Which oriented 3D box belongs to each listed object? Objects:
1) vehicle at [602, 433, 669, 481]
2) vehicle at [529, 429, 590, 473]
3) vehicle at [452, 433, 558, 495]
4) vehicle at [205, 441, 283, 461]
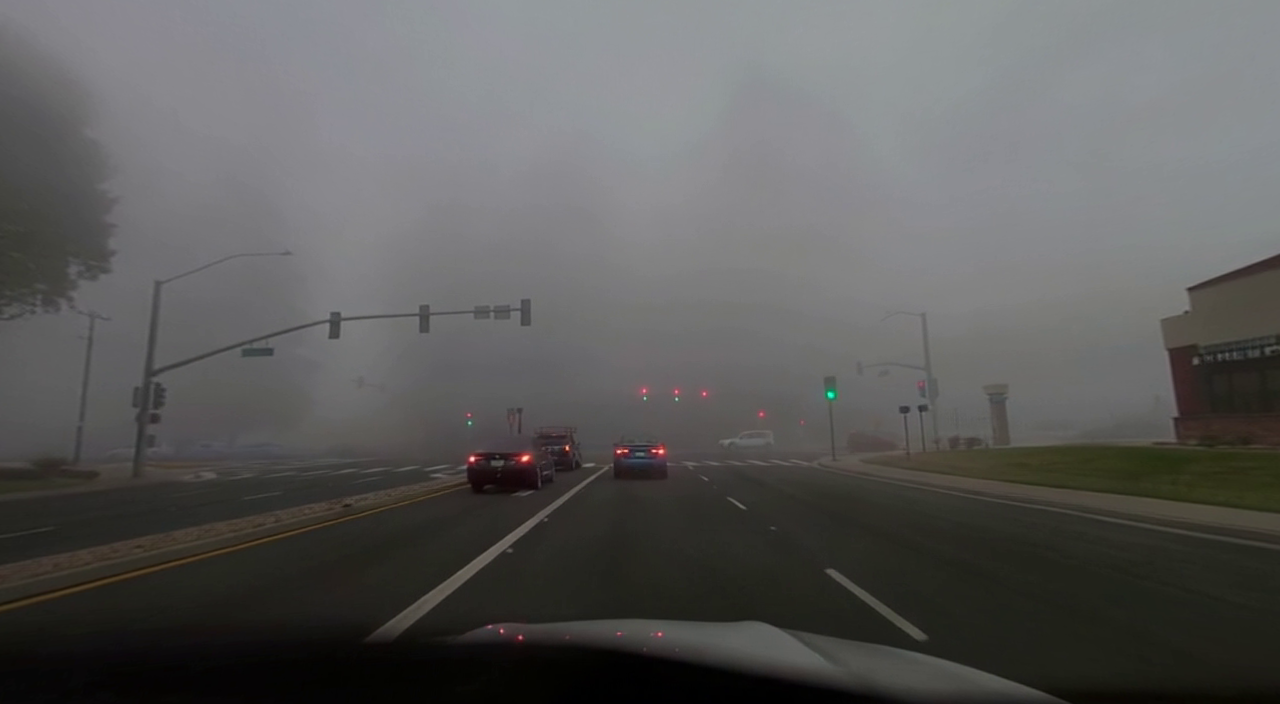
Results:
[{"bbox_3d":[-0.162,3.550,21.529,2.066,1.482,3.923,0,-8,-1],"label":"vehicle"},{"bbox_3d":[-3.439,4.357,27.884,2.029,1.752,4.420,0,-8,1],"label":"vehicle"},{"bbox_3d":[-3.619,3.097,17.879,1.942,1.497,4.561,0,-8,1],"label":"vehicle"},{"bbox_3d":[-30.176,7.536,48.110,4.708,1.467,1.819,0,-8,2],"label":"vehicle"}]
